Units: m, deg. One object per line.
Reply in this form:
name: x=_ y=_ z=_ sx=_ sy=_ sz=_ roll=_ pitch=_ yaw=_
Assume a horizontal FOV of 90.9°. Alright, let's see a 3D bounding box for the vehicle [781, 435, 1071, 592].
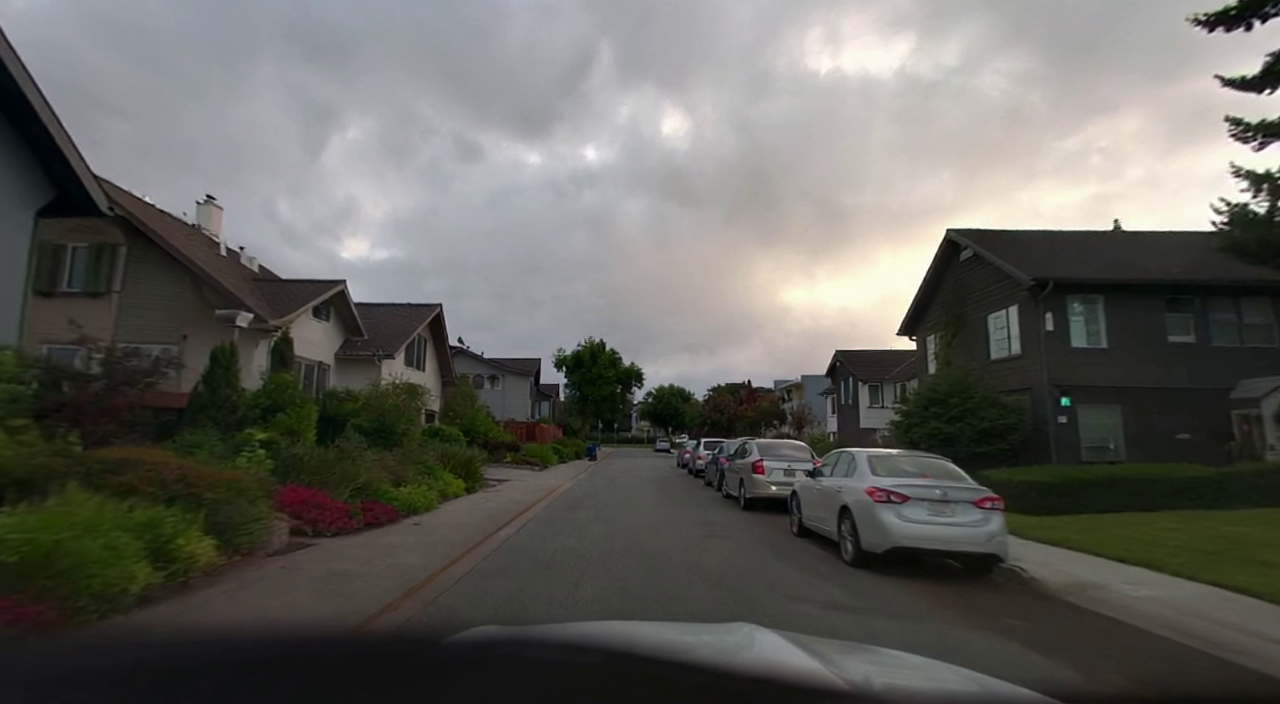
vehicle: x=3.158 y=1.804 z=8.009 sx=1.759 sy=1.464 sz=3.993 roll=0 pitch=-8 yaw=-1
